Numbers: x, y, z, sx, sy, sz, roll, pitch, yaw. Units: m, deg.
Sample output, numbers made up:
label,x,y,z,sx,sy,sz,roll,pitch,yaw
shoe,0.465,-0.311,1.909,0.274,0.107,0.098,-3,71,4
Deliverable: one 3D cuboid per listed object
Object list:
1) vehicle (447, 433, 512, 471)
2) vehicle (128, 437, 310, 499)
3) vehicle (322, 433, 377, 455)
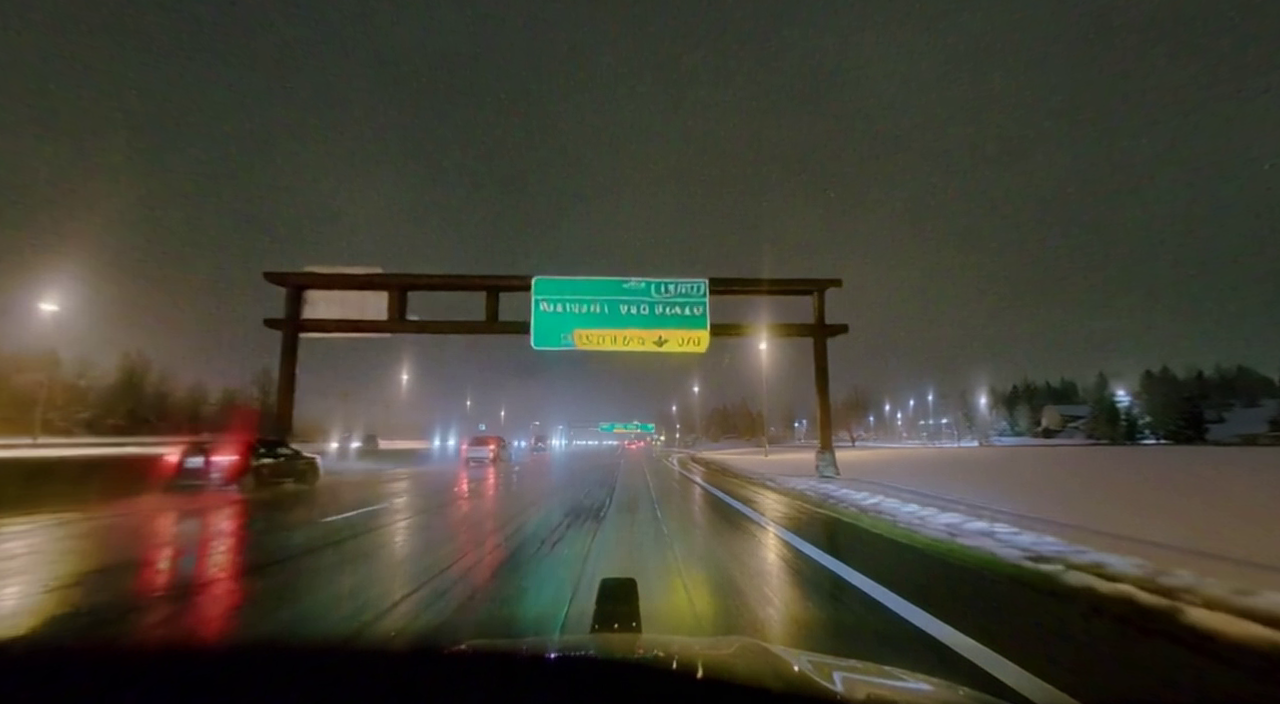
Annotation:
label,x,y,z,sx,sy,sz,roll,pitch,yaw
vehicle,-7.386,4.619,29.328,1.979,1.646,4.096,0,-8,0
vehicle,-10.813,2.959,16.591,1.976,1.413,4.088,0,-8,0
vehicle,-20.422,6.498,44.382,1.842,1.464,4.113,0,-8,0
